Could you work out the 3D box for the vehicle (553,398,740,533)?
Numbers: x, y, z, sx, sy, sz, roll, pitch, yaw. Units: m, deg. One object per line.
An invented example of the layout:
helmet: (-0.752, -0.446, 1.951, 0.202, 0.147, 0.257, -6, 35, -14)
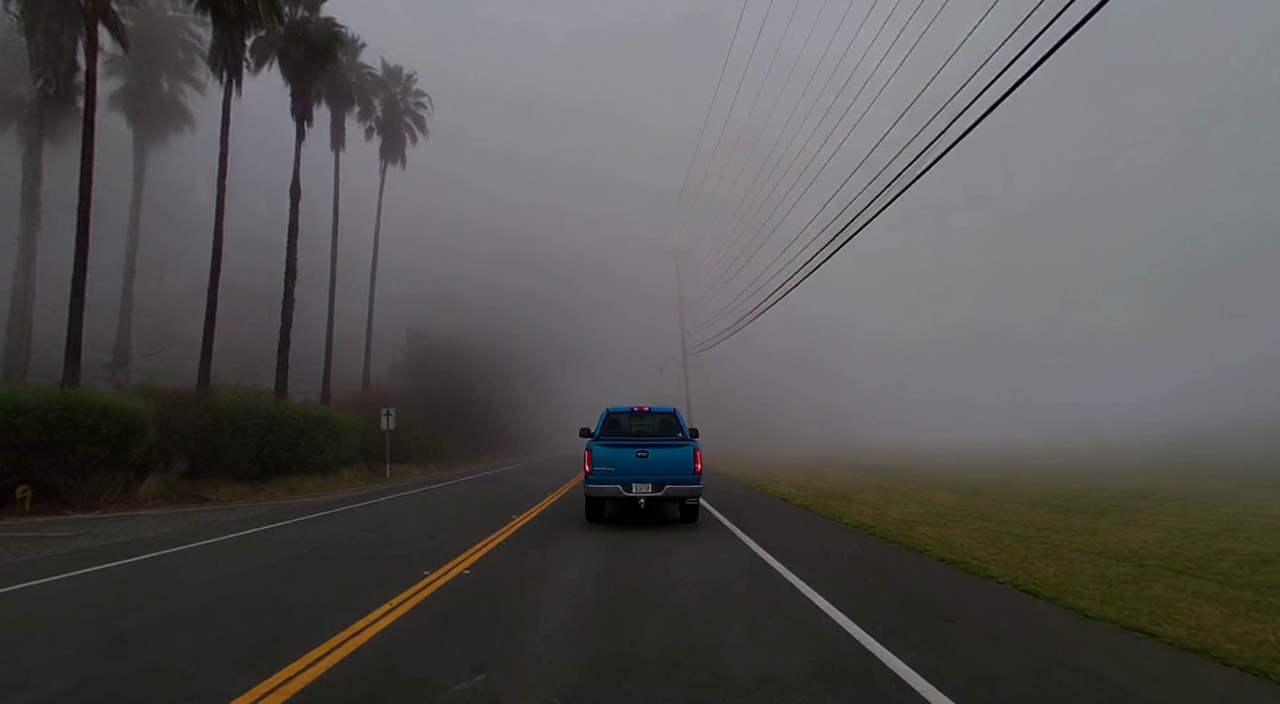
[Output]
vehicle: (0.068, 2.143, 12.451, 2.803, 2.005, 5.885, 0, -8, -1)
